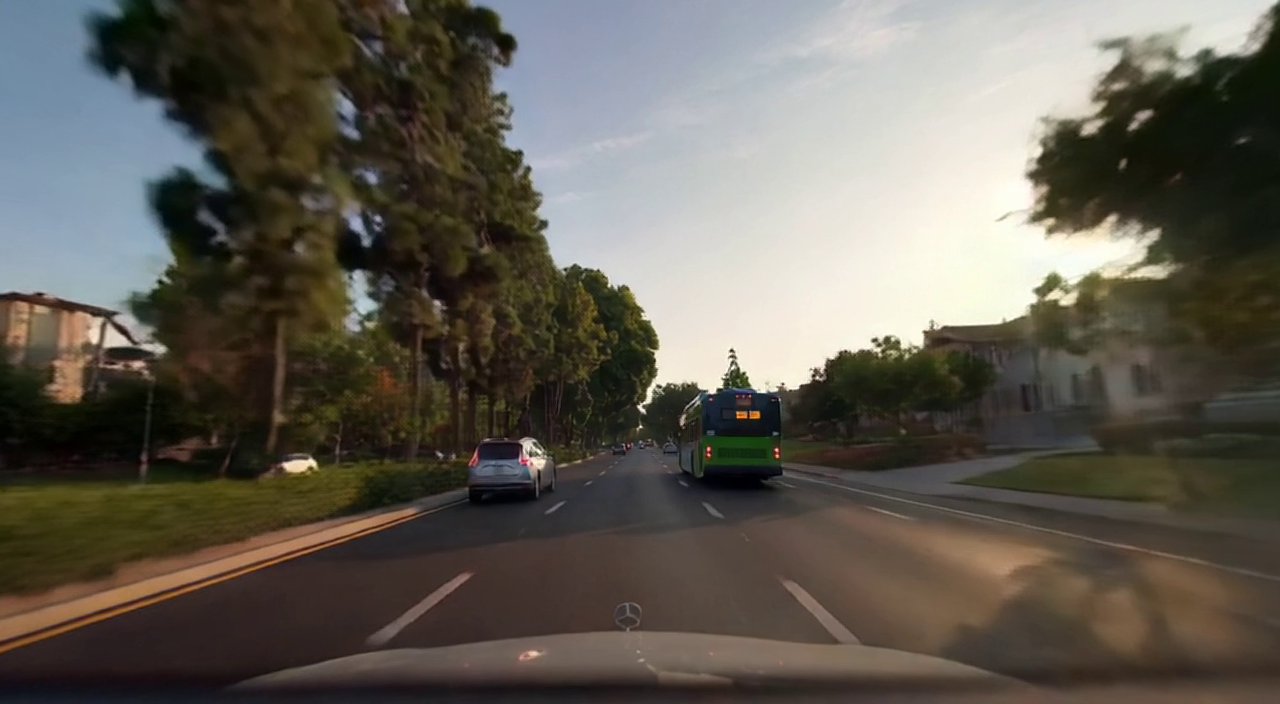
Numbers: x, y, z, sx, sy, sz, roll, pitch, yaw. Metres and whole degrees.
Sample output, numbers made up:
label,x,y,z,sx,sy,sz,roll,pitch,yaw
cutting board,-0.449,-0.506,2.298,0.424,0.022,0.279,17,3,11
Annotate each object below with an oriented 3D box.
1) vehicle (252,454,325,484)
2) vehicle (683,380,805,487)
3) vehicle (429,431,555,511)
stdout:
label,x,y,z,sx,sy,sz,roll,pitch,yaw
vehicle,-22.270,7.417,40.028,2.018,1.648,4.631,0,-8,-1
vehicle,3.644,3.438,25.806,3.072,3.278,12.747,0,-8,1
vehicle,-3.616,2.978,16.262,2.111,1.767,4.333,0,-8,1
